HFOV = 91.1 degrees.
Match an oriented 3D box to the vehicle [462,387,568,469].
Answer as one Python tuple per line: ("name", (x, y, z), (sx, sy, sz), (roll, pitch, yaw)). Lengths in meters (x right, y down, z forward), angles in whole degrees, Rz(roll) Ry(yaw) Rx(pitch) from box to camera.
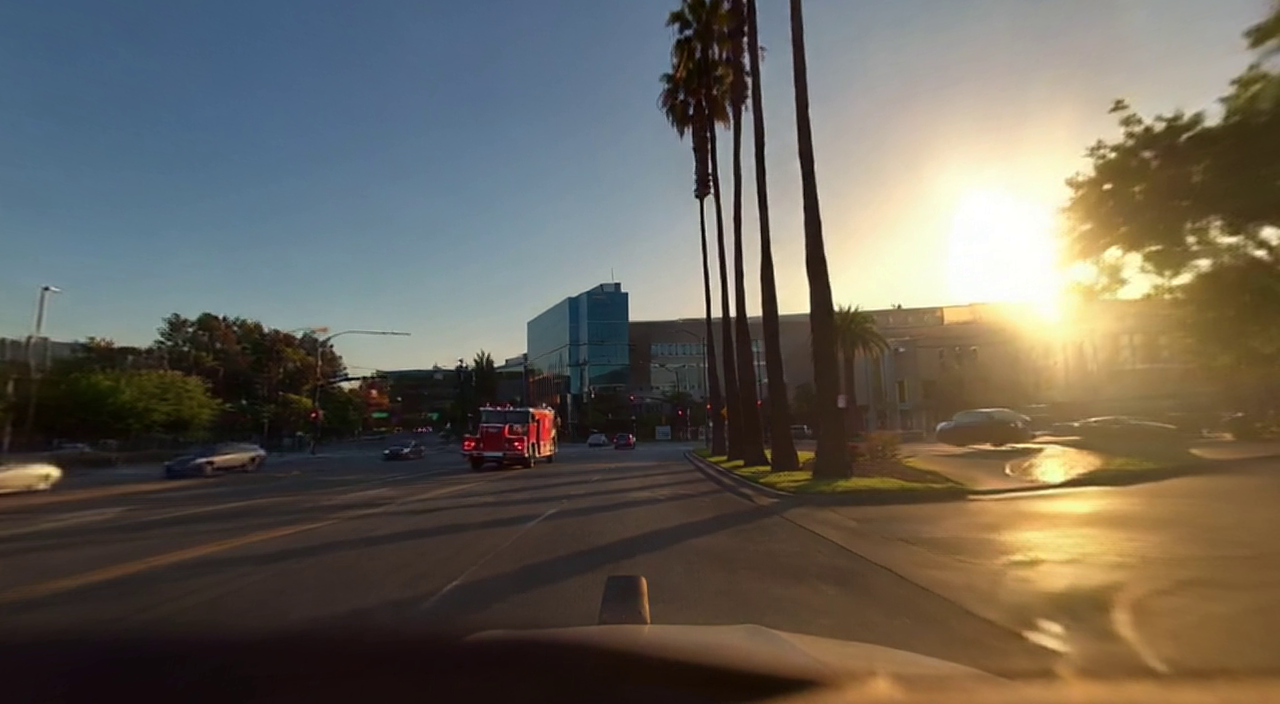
("vehicle", (-6.385, 4.308, 34.577), (3.008, 3.730, 11.786), (0, -8, 2))

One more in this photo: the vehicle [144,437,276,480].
("vehicle", (-21.770, 5.409, 32.216), (2.460, 1.958, 5.843), (0, -8, 2))

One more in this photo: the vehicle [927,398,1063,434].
("vehicle", (15.331, 2.810, 27.330), (4.663, 1.457, 2.045), (0, -7, 2))

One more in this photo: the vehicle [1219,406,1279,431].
("vehicle", (42.566, 4.527, 42.486), (4.671, 1.641, 1.900), (-1, -8, 3))
